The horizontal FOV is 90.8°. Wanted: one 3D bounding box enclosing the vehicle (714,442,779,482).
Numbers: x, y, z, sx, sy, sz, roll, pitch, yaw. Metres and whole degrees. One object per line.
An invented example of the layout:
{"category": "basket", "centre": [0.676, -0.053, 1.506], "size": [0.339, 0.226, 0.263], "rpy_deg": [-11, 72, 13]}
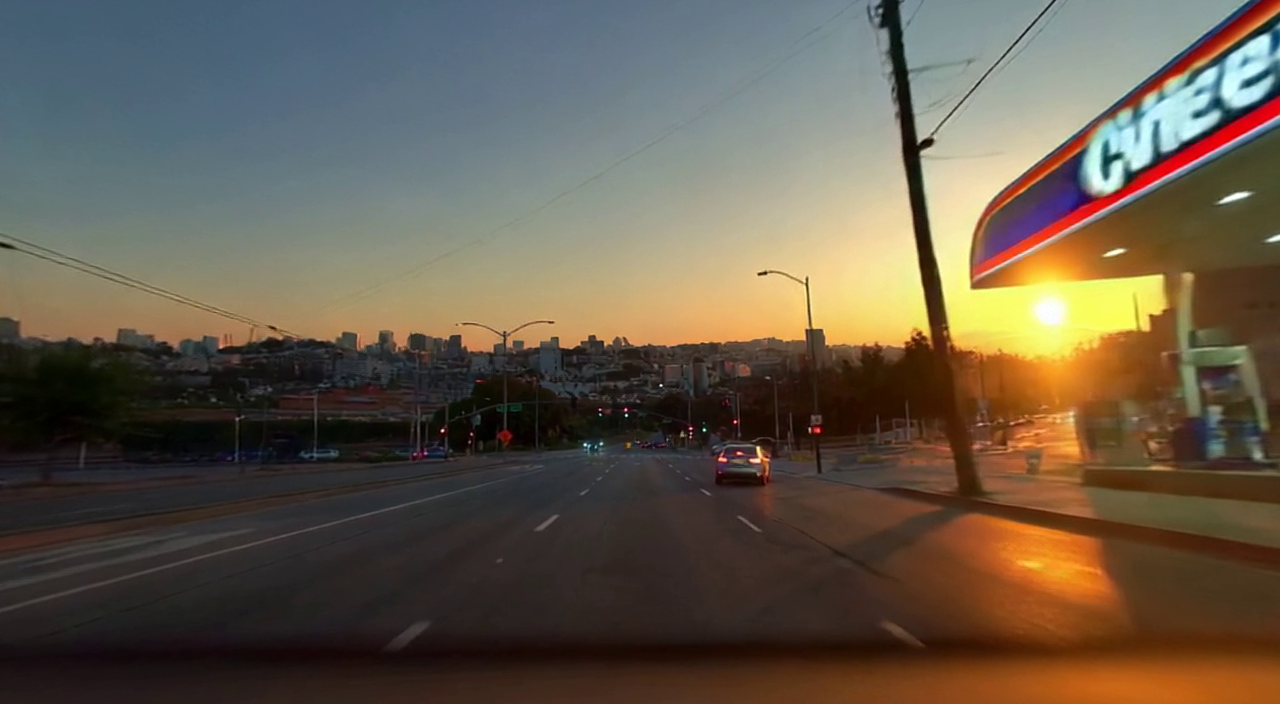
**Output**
{"category": "vehicle", "centre": [4.203, 4.412, 25.737], "size": [2.113, 1.470, 4.867], "rpy_deg": [-1, -8, 4]}
